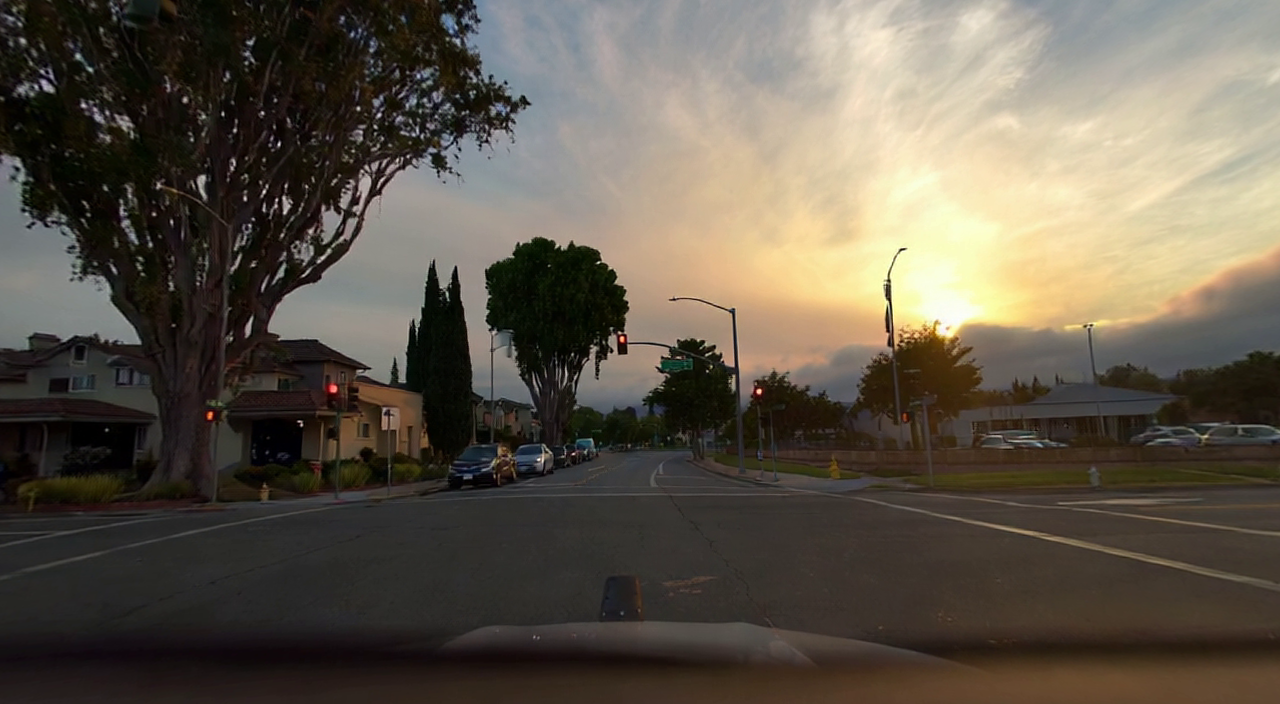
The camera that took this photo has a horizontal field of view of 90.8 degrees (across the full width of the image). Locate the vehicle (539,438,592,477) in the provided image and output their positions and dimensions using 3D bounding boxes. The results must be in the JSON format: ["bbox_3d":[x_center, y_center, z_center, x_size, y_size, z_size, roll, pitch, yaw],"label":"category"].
[{"bbox_3d":[-3.660,5.282,31.906,2.120,1.783,4.788,0,-9,0],"label":"vehicle"}]

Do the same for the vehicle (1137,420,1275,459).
[{"bbox_3d":[33.256,5.166,37.247,5.969,2.149,2.331,0,-9,-3],"label":"vehicle"}]

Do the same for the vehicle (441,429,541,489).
[{"bbox_3d":[-6.500,4.806,28.763,2.896,2.339,7.322,0,-9,-1],"label":"vehicle"}]

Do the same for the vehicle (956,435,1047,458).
[{"bbox_3d":[24.999,6.555,43.838,5.172,1.515,1.851,0,-9,-2],"label":"vehicle"}]
